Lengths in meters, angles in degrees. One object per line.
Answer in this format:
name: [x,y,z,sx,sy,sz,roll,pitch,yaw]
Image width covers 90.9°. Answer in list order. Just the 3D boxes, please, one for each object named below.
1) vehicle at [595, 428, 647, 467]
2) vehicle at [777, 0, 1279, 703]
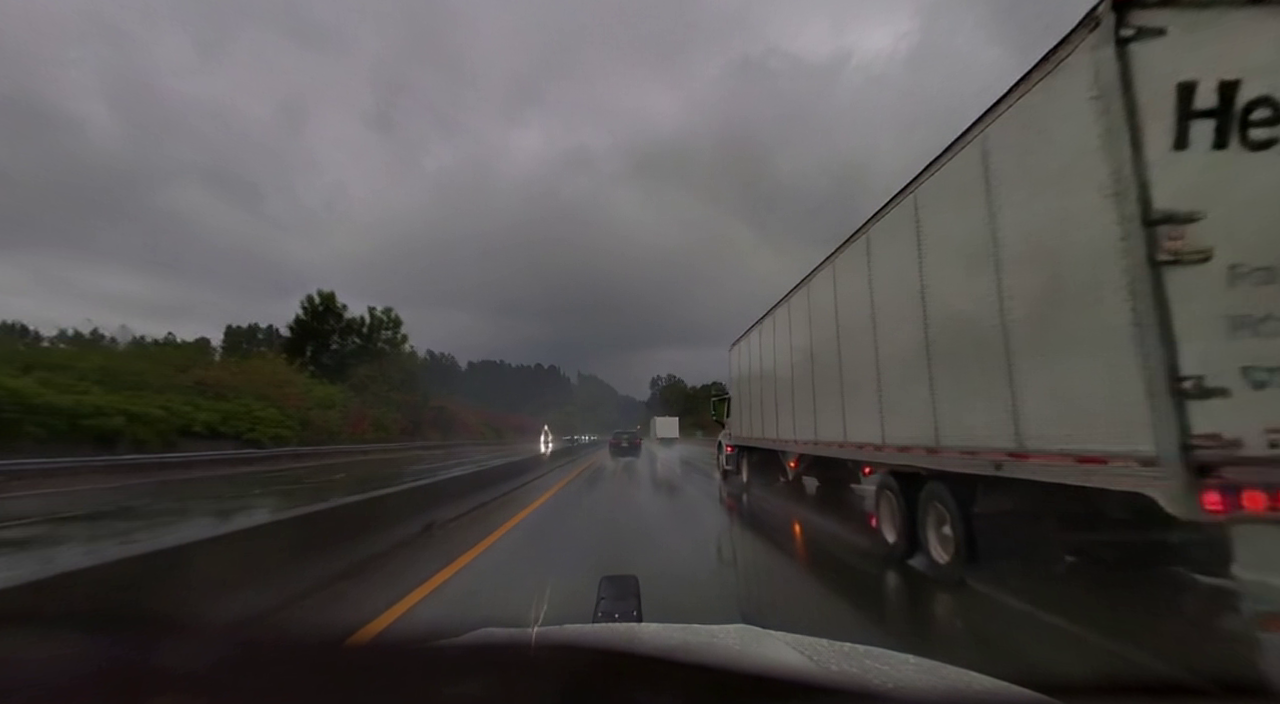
vehicle: [-0.805,4.103,27.305,2.095,1.557,3.963,0,-8,-1]
vehicle: [4.190,0.261,7.335,2.853,4.038,9.832,0,-8,-1]
